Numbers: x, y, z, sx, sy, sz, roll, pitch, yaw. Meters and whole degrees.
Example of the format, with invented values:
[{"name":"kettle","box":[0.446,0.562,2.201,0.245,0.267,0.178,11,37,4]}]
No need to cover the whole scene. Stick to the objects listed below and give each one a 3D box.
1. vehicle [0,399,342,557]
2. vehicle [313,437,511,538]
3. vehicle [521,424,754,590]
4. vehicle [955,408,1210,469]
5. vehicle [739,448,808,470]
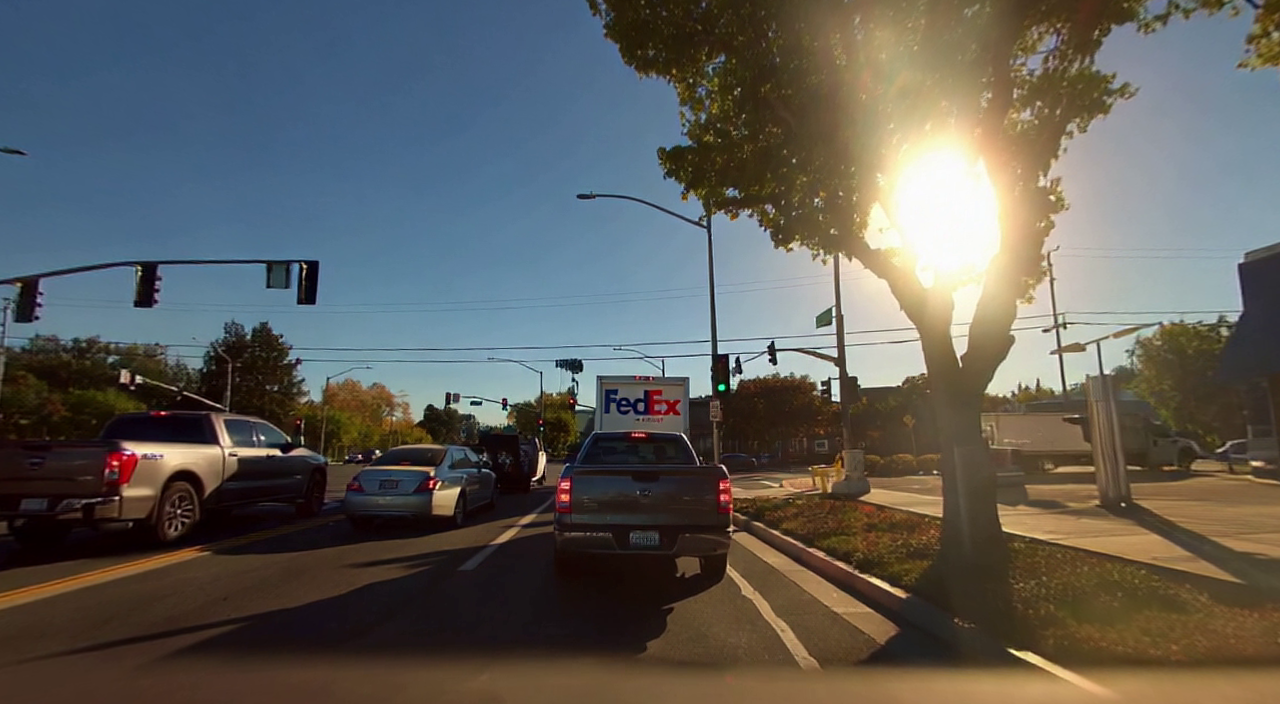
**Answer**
[{"name":"vehicle","box":[-7.285,1.926,10.392,2.125,1.893,5.498,0,-9,-2]},{"name":"vehicle","box":[-3.867,2.364,11.637,1.949,1.487,4.390,0,-9,1]},{"name":"vehicle","box":[-0.029,1.760,8.017,2.145,1.513,4.269,0,-9,0]},{"name":"vehicle","box":[25.908,5.158,37.150,12.889,3.380,3.345,1,-9,-4]},{"name":"vehicle","box":[10.255,8.230,48.347,4.805,1.498,1.889,0,-7,-5]}]
